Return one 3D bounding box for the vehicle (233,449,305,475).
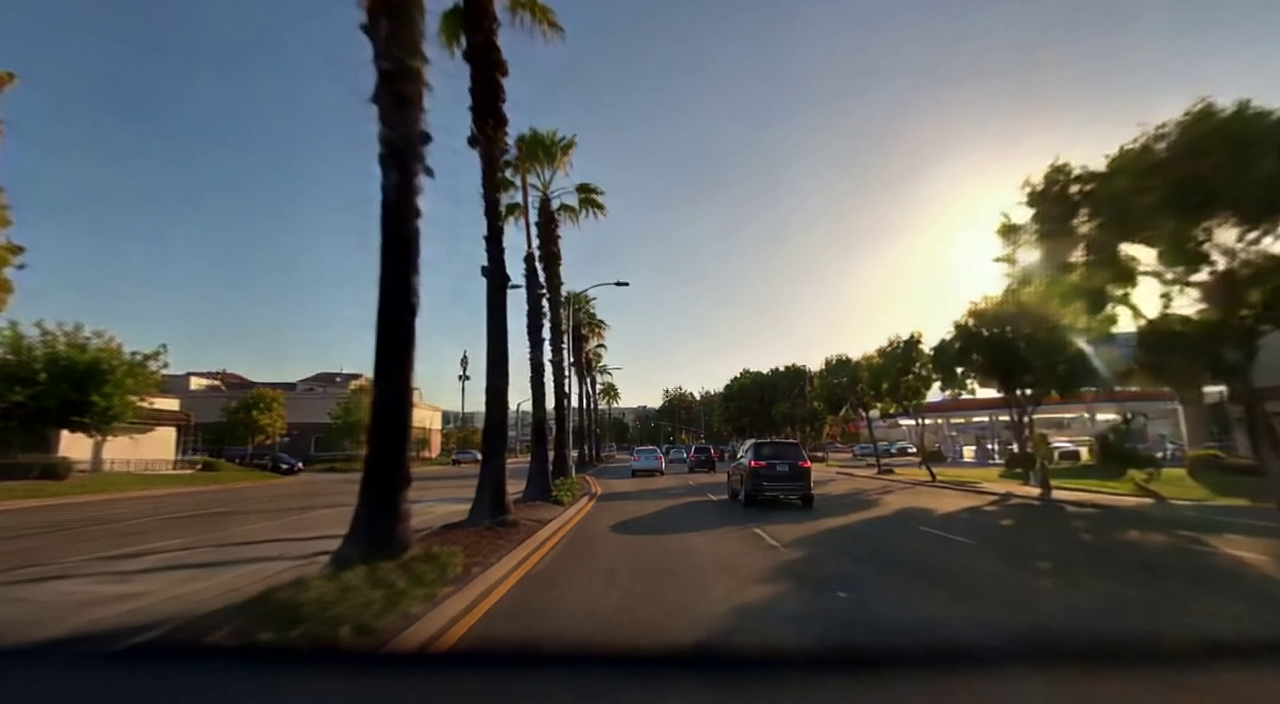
[{"bbox_3d":[-25.226,7.452,42.945,3.782,1.699,1.867,8,-12,-43],"label":"vehicle"}]

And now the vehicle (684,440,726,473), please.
[{"bbox_3d":[4.098,6.675,40.526,2.154,1.975,4.634,0,-8,-1],"label":"vehicle"}]

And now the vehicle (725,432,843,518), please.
[{"bbox_3d":[3.267,2.844,15.089,1.872,1.752,3.896,0,-8,0],"label":"vehicle"}]

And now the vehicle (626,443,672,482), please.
[{"bbox_3d":[0.400,5.120,29.502,1.991,1.664,3.814,0,-8,0],"label":"vehicle"}]
